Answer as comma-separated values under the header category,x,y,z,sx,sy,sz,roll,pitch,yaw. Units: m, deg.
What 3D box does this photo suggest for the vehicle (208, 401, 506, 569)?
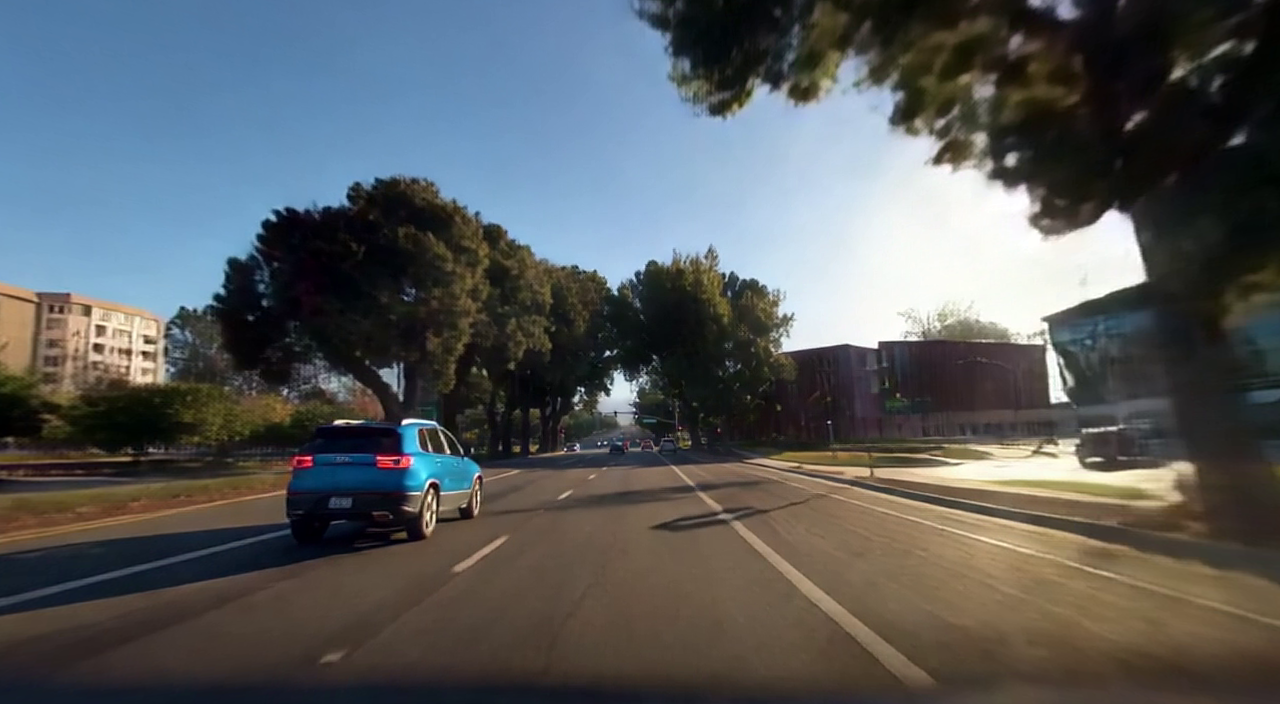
category,x,y,z,sx,sy,sz,roll,pitch,yaw
vehicle,-3.410,1.714,8.816,2.033,1.713,4.503,0,-9,0

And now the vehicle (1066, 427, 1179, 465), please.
category,x,y,z,sx,sy,sz,roll,pitch,yaw
vehicle,23.260,4.504,30.430,4.000,1.458,1.640,-4,-7,0
